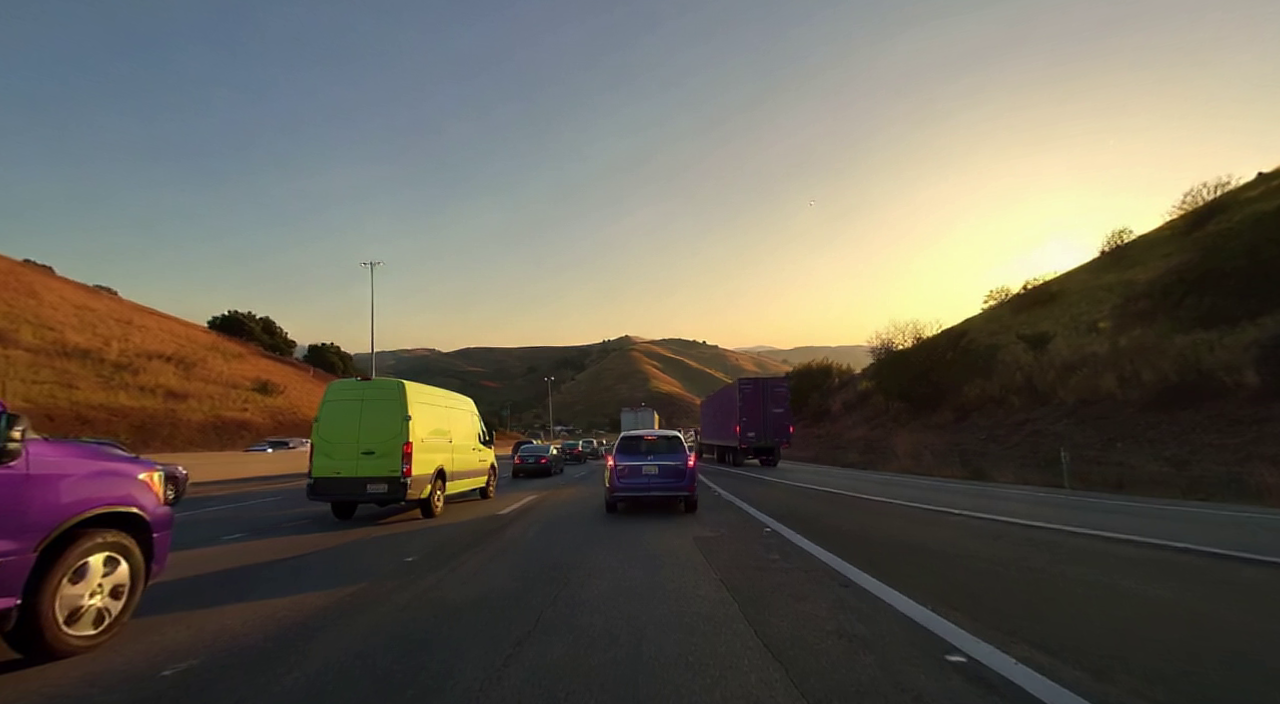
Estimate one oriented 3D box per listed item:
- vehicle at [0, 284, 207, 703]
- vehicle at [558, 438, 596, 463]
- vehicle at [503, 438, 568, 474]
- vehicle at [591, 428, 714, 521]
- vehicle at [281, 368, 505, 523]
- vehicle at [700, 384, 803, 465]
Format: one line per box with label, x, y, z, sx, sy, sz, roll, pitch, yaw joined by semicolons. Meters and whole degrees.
vehicle;-4.240;0.523;1.736;2.195;2.086;5.445;0;-8;0
vehicle;-3.977;6.342;40.630;1.949;1.475;4.335;0;-8;1
vehicle;-4.504;4.539;27.786;2.007;1.457;4.447;-1;-8;1
vehicle;0.172;2.304;12.339;2.003;1.499;3.930;0;-8;-1
vehicle;-4.653;1.941;13.242;2.300;2.522;5.701;0;-8;1
vehicle;6.652;5.019;41.498;2.989;4.277;16.586;0;-8;-3
